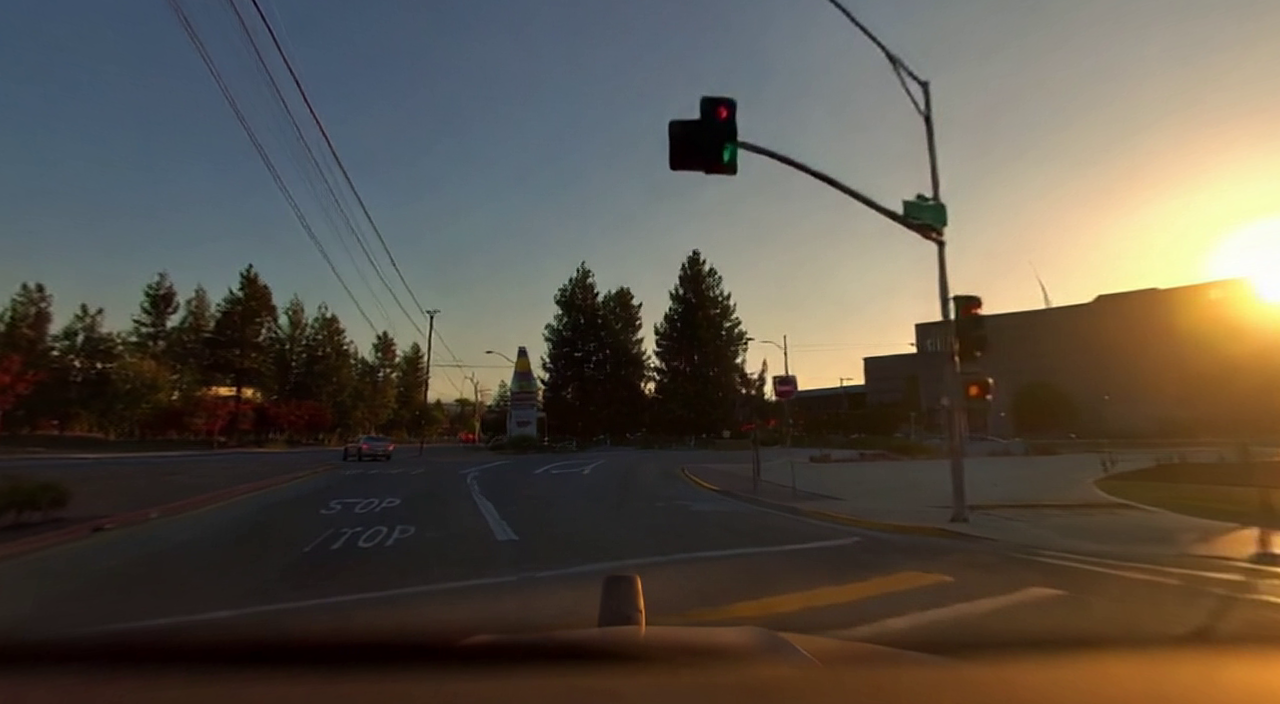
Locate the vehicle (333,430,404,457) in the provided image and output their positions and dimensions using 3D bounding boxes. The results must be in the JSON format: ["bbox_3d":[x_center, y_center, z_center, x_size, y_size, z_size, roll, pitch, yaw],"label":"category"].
[{"bbox_3d":[-20.592,6.993,47.728,5.570,1.923,2.336,-6,-11,35],"label":"vehicle"}]
